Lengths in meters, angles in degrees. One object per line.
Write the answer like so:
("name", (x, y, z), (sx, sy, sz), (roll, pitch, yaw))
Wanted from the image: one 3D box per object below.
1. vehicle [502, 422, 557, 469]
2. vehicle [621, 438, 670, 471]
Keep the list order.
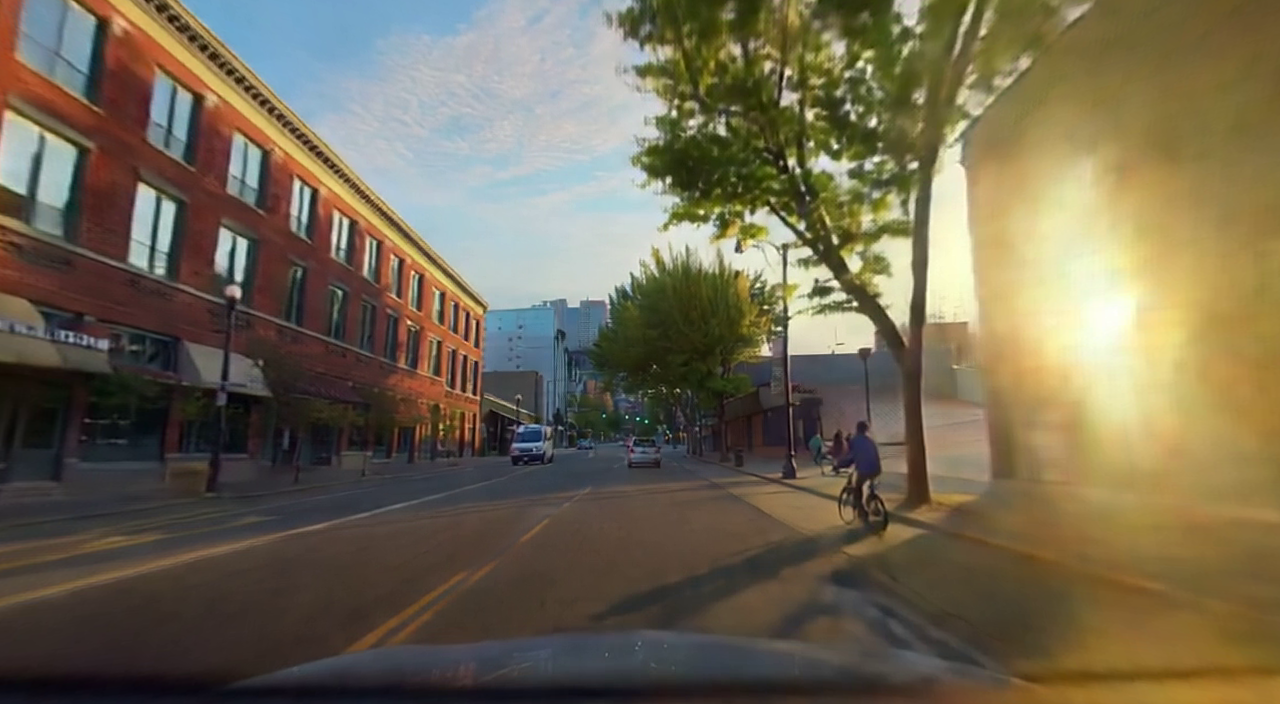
("vehicle", (-6.657, 5.706, 38.782), (2.418, 2.620, 5.522), (-1, -8, 0))
("vehicle", (0.311, 5.327, 33.027), (2.356, 1.572, 4.810), (0, -8, 1))
